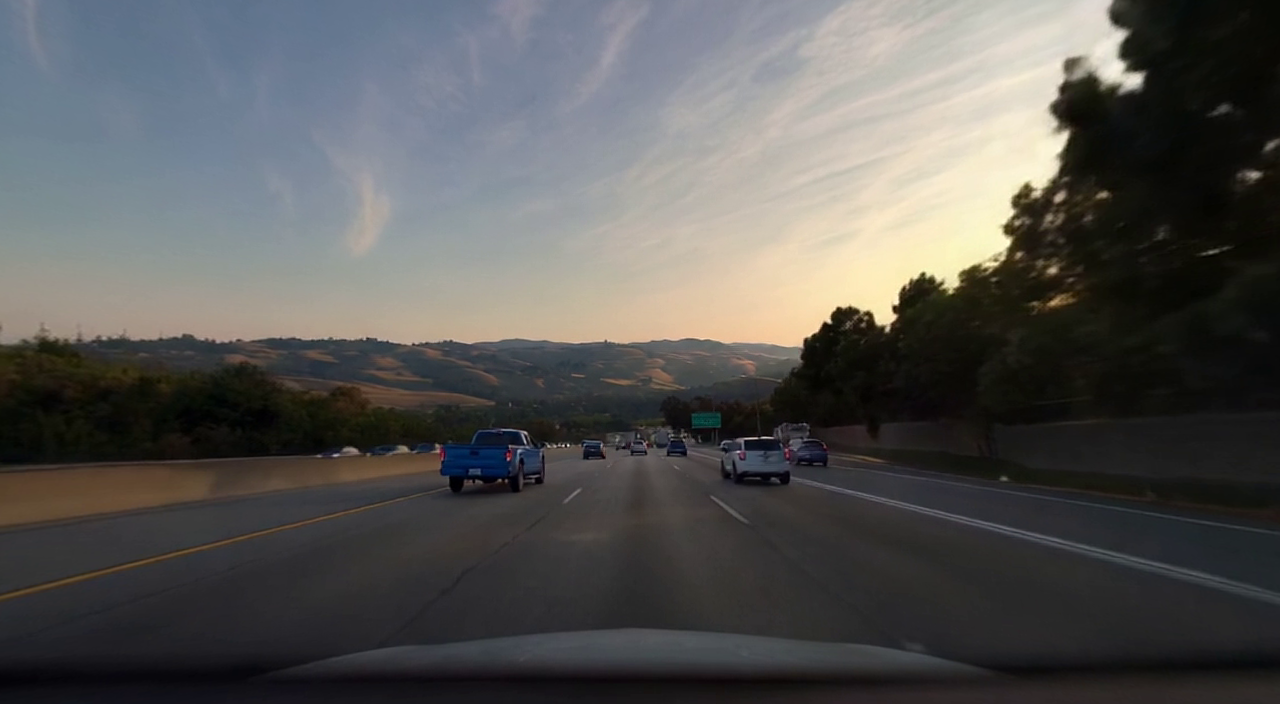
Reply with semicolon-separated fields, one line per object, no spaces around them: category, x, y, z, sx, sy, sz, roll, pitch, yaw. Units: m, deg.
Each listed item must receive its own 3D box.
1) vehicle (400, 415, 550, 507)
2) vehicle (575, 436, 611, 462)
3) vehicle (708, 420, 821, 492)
vehicle;-3.762;2.586;15.595;2.227;1.853;5.161;0;-8;1
vehicle;-3.384;7.059;46.099;2.235;1.785;4.386;0;-8;1
vehicle;3.745;3.272;20.297;2.424;1.952;5.611;1;-8;-1
